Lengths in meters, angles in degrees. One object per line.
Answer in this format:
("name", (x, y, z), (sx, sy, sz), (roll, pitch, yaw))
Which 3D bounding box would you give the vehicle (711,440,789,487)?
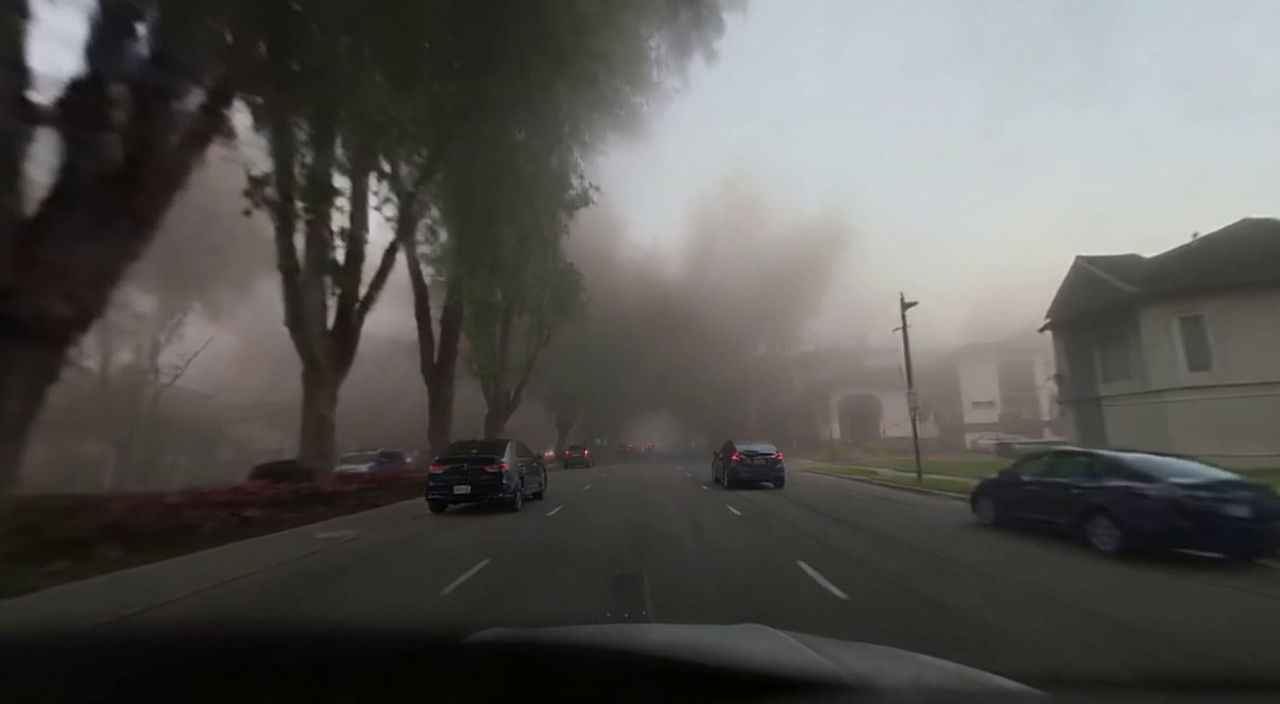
("vehicle", (3.799, 3.913, 22.512), (2.010, 1.486, 4.498), (0, -8, 0))

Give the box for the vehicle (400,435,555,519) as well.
("vehicle", (-3.221, 2.573, 13.564), (2.053, 1.480, 4.381), (0, -8, 2))

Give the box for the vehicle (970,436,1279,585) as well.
("vehicle", (6.465, 1.860, 8.313), (1.912, 1.433, 4.265), (0, -8, 0))

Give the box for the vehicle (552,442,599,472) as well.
("vehicle", (-3.459, 5.748, 34.691), (1.988, 1.497, 4.404), (0, -8, 2))

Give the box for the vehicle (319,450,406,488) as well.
("vehicle", (-12.253, 5.151, 28.187), (1.868, 1.522, 4.326), (0, -8, 1))
